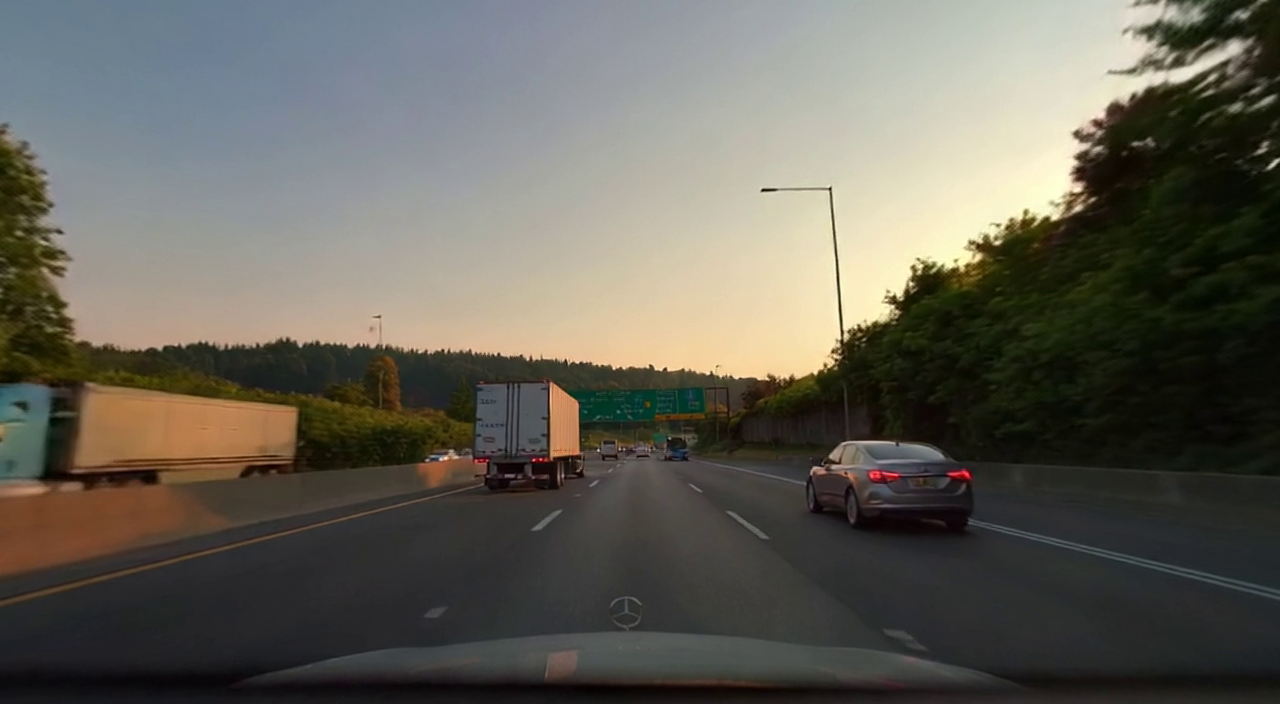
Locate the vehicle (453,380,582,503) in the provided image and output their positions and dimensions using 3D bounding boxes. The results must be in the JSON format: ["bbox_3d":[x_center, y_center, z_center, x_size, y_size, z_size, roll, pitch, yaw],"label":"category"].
[{"bbox_3d":[-3.515,2.839,19.910,2.667,3.195,6.731,0,-9,0],"label":"vehicle"}]

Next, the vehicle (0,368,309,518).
[{"bbox_3d":[-19.133,3.732,25.009,3.205,4.080,16.329,-2,-9,0],"label":"vehicle"}]

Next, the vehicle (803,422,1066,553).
[{"bbox_3d":[4.066,1.941,9.632,1.983,1.545,4.038,0,-9,-1],"label":"vehicle"}]

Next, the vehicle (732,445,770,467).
[{"bbox_3d":[7.987,7.511,45.573,1.876,1.475,4.185,0,-9,-1],"label":"vehicle"}]
